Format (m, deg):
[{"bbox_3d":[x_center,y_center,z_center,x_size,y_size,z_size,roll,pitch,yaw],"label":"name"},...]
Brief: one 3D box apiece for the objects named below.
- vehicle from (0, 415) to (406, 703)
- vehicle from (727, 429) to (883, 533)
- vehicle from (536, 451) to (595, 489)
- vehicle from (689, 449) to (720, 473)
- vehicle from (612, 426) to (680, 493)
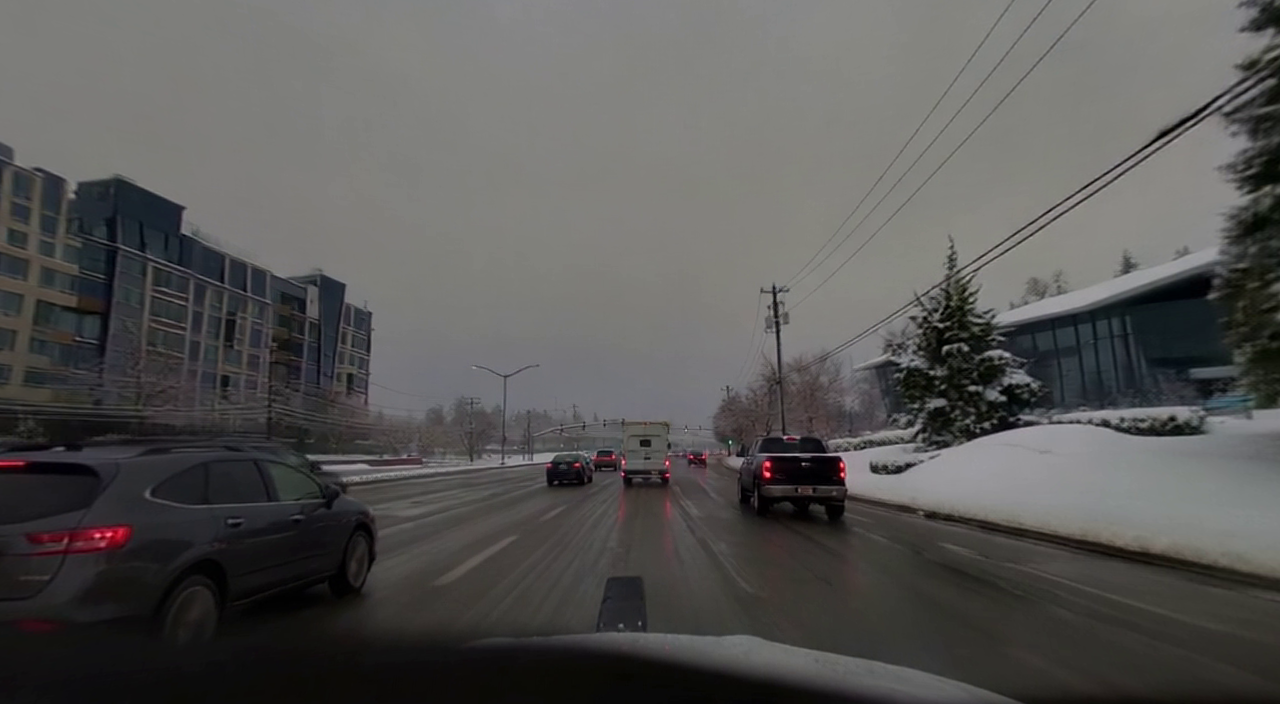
[{"bbox_3d":[-3.602,1.432,5.048,1.934,1.643,3.718,0,-9,1],"label":"vehicle"},{"bbox_3d":[3.382,2.751,13.999,2.283,1.923,4.427,0,-9,0],"label":"vehicle"},{"bbox_3d":[-3.263,5.284,28.502,1.984,1.567,4.311,0,-9,2],"label":"vehicle"},{"bbox_3d":[4.844,8.291,47.855,2.092,1.696,4.218,0,-9,2],"label":"vehicle"},{"bbox_3d":[0.366,4.336,25.662,2.457,2.440,5.486,-1,-9,3],"label":"vehicle"}]
